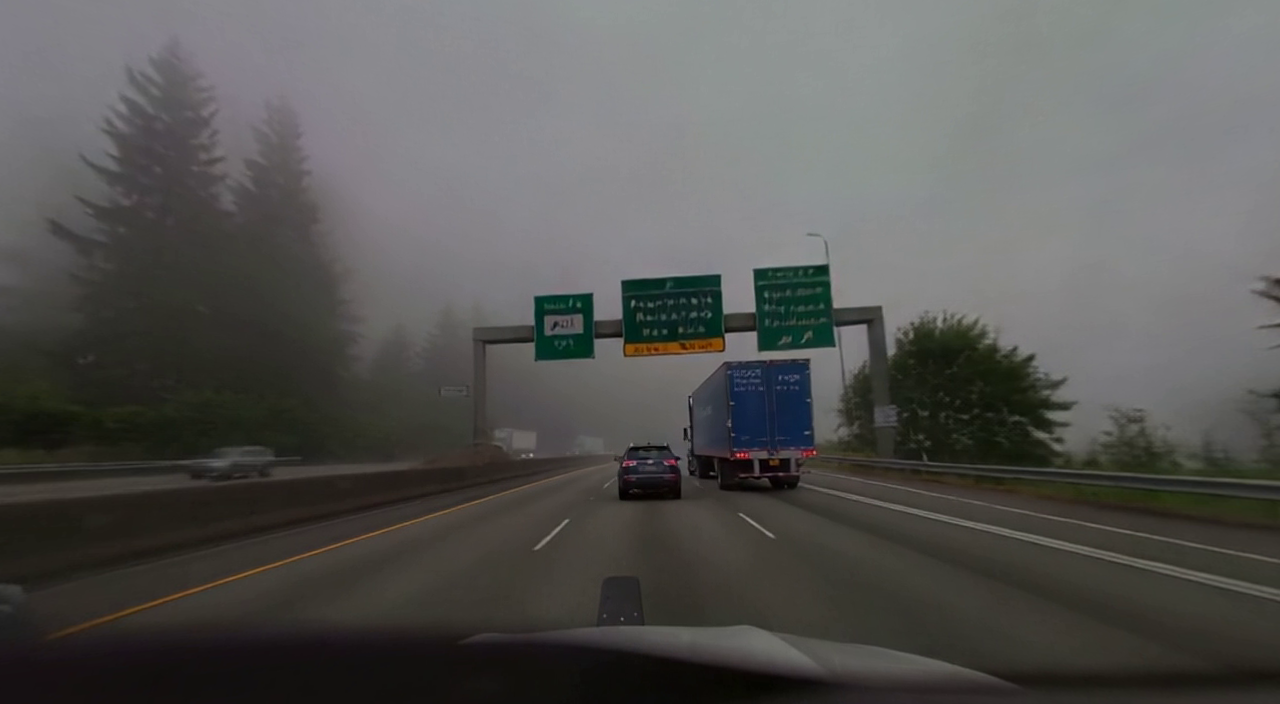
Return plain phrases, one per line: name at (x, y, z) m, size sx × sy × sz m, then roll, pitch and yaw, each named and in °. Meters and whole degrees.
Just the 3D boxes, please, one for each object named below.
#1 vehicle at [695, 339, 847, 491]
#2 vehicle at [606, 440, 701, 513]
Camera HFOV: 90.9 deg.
vehicle at (4.052, 2.736, 23.615) m, size 2.960 × 4.018 × 13.834 m, roll 0°, pitch -9°, yaw 1°
vehicle at (0.265, 3.034, 15.848) m, size 2.039 × 1.532 × 4.610 m, roll 0°, pitch -9°, yaw 0°
